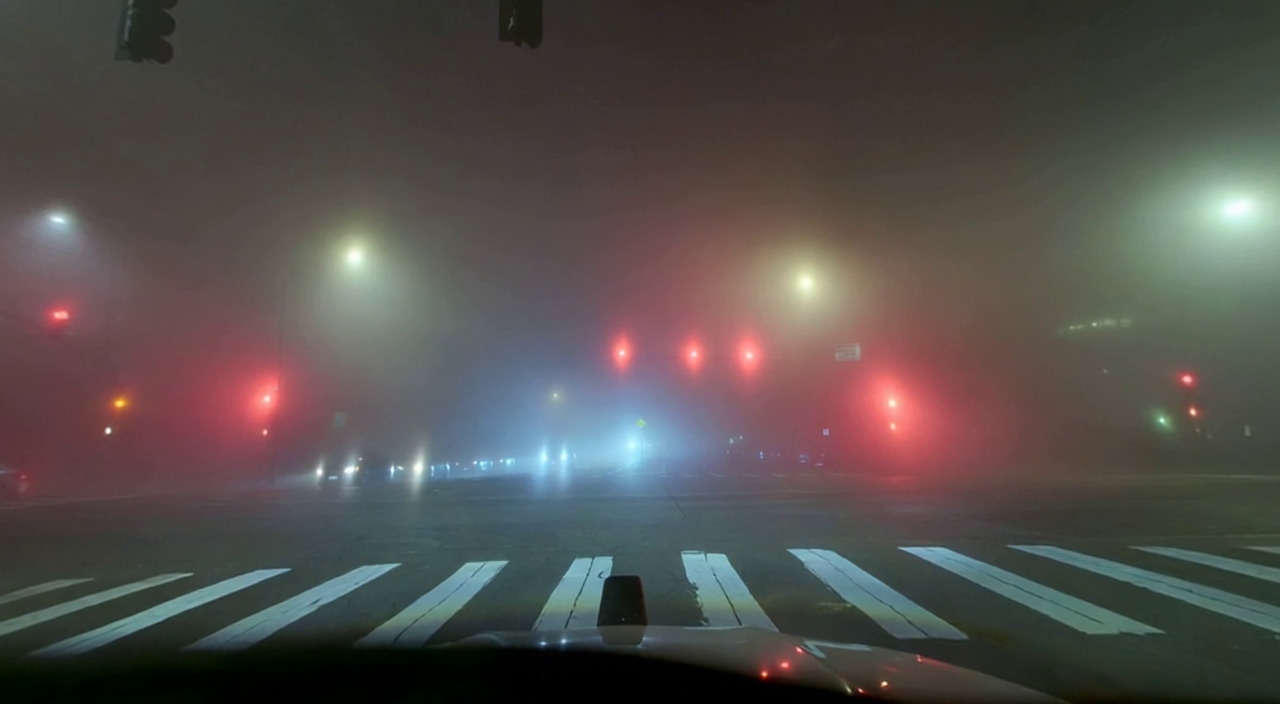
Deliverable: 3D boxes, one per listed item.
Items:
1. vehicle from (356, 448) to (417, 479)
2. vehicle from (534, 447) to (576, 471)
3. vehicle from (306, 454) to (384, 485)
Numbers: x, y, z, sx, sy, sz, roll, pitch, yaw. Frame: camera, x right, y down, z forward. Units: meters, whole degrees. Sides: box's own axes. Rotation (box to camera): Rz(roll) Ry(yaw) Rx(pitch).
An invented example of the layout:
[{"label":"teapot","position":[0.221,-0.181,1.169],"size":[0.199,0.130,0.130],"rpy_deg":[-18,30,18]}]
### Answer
[{"label":"vehicle","position":[-16.191,7.111,40.427],"size":[1.960,1.819,5.018],"rpy_deg":[0,-9,-1]},{"label":"vehicle","position":[-5.571,7.124,41.899],"size":[2.154,1.501,4.416],"rpy_deg":[0,-9,0]},{"label":"vehicle","position":[-16.091,6.381,34.497],"size":[2.055,1.506,4.663],"rpy_deg":[0,-9,-1]}]
